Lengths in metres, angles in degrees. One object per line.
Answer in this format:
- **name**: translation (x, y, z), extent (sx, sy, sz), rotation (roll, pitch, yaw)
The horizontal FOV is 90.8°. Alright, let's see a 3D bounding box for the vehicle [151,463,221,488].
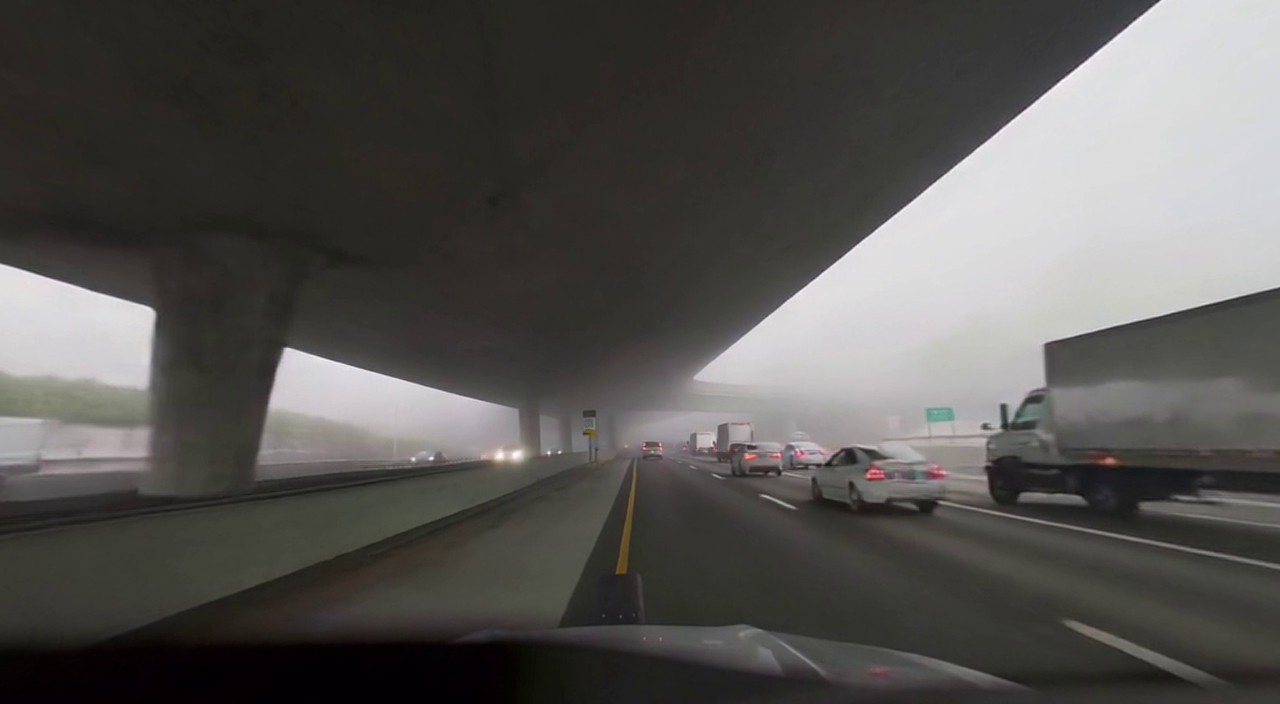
- **vehicle**: translation (-31.654, 8.601, 44.238), extent (1.829, 1.506, 4.390), rotation (0, -8, -3)

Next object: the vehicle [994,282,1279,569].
- **vehicle**: translation (8.819, 1.004, 8.357), extent (3.020, 3.240, 8.990), rotation (0, -8, 0)

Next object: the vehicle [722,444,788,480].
- **vehicle**: translation (4.914, 4.767, 27.663), extent (1.987, 1.448, 4.356), rotation (0, -8, -1)

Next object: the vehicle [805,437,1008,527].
- **vehicle**: translation (5.116, 2.547, 13.127), extent (1.959, 1.483, 5.135), rotation (0, -8, 0)
